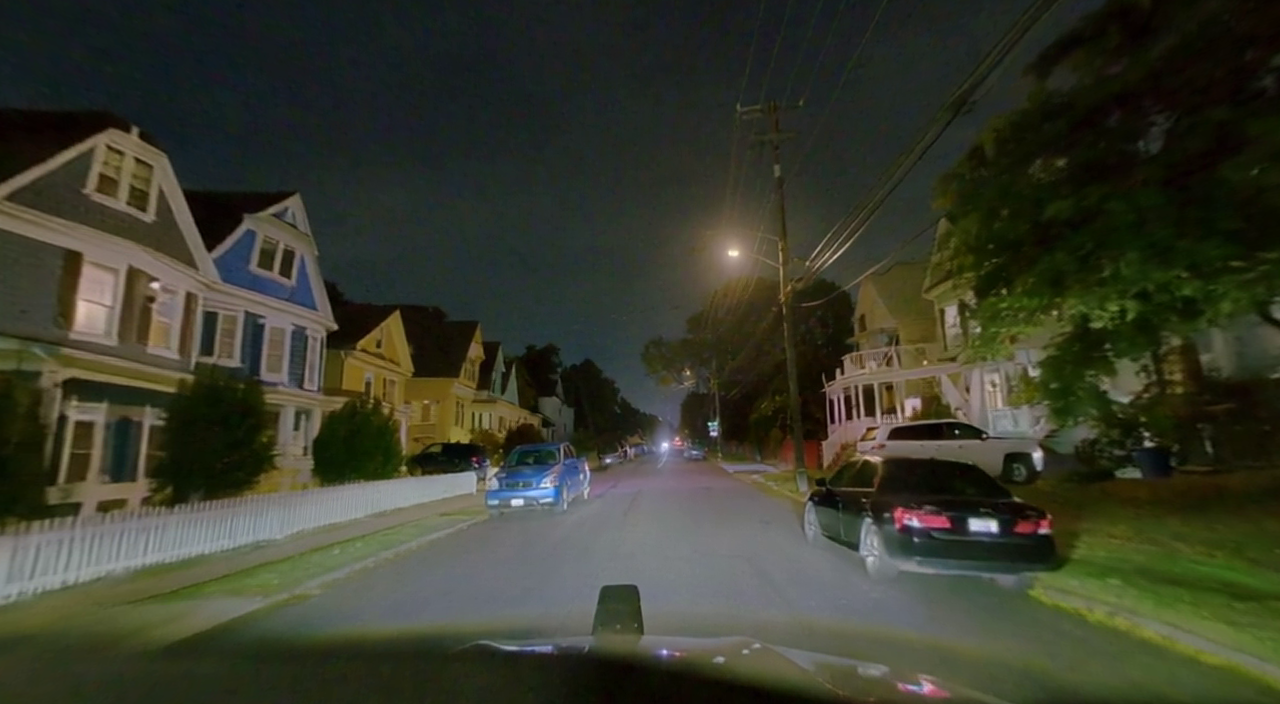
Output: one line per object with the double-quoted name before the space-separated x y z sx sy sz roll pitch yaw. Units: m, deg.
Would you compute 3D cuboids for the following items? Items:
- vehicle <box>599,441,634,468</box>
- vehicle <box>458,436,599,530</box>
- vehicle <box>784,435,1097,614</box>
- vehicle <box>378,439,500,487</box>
"vehicle" -1.629 7.295 45.304 2.082 1.759 4.541 -2 -8 2
"vehicle" -2.477 3.040 15.444 2.204 1.655 4.813 -8 -8 2
"vehicle" 3.401 1.957 8.412 2.043 1.631 4.613 1 -7 2
"vehicle" -7.976 4.400 25.327 4.088 1.779 2.109 0 -7 5
